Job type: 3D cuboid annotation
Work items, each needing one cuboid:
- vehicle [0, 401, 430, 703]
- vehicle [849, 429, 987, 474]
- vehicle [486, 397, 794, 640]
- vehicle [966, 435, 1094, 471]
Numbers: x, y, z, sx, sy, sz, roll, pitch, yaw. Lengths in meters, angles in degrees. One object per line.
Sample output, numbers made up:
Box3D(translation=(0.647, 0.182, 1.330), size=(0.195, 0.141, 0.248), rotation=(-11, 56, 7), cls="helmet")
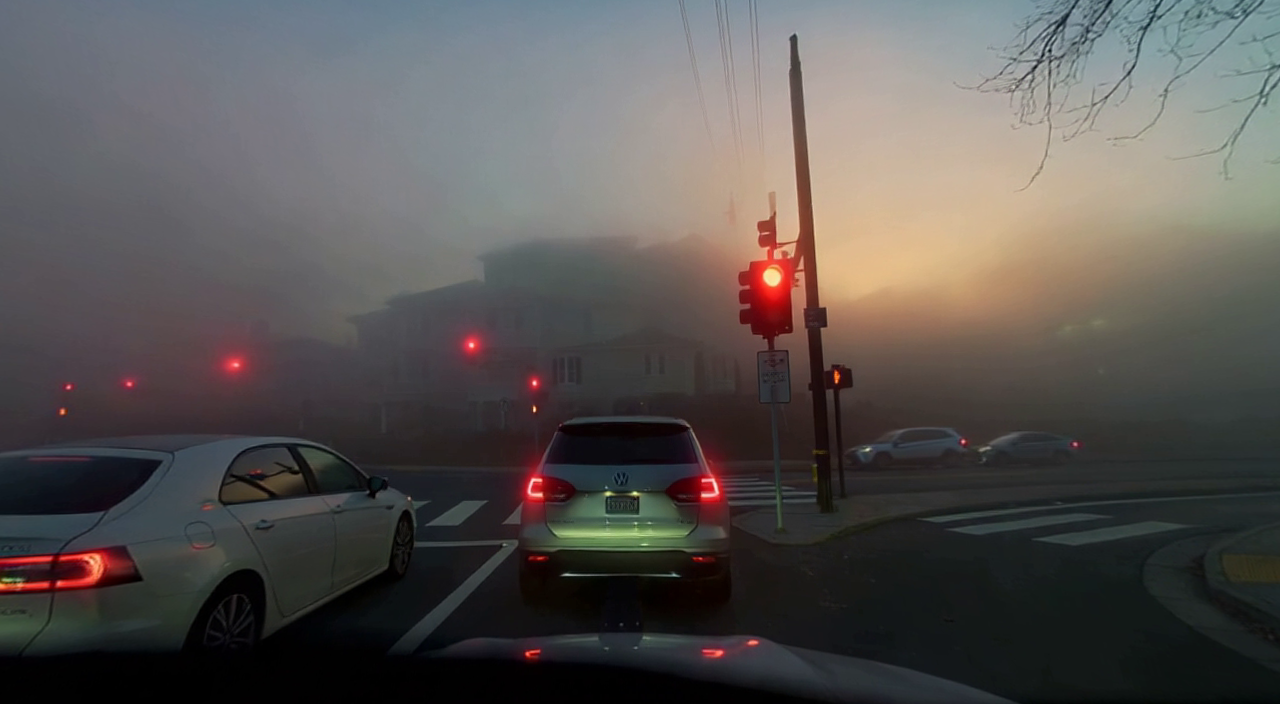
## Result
Box3D(translation=(-3.299, 1.271, 4.727), size=(2.035, 1.492, 4.415), rotation=(0, -9, -2), cls="vehicle")
Box3D(translation=(11.688, 4.224, 26.907), size=(4.887, 1.769, 2.035), rotation=(-1, -9, 6), cls="vehicle")
Box3D(translation=(-0.142, 1.469, 6.572), size=(2.154, 1.670, 4.140), rotation=(1, -9, -4), cls="vehicle")
Box3D(translation=(18.174, 4.719, 29.654), size=(4.639, 1.621, 1.867), rotation=(-1, -9, 6), cls="vehicle")
